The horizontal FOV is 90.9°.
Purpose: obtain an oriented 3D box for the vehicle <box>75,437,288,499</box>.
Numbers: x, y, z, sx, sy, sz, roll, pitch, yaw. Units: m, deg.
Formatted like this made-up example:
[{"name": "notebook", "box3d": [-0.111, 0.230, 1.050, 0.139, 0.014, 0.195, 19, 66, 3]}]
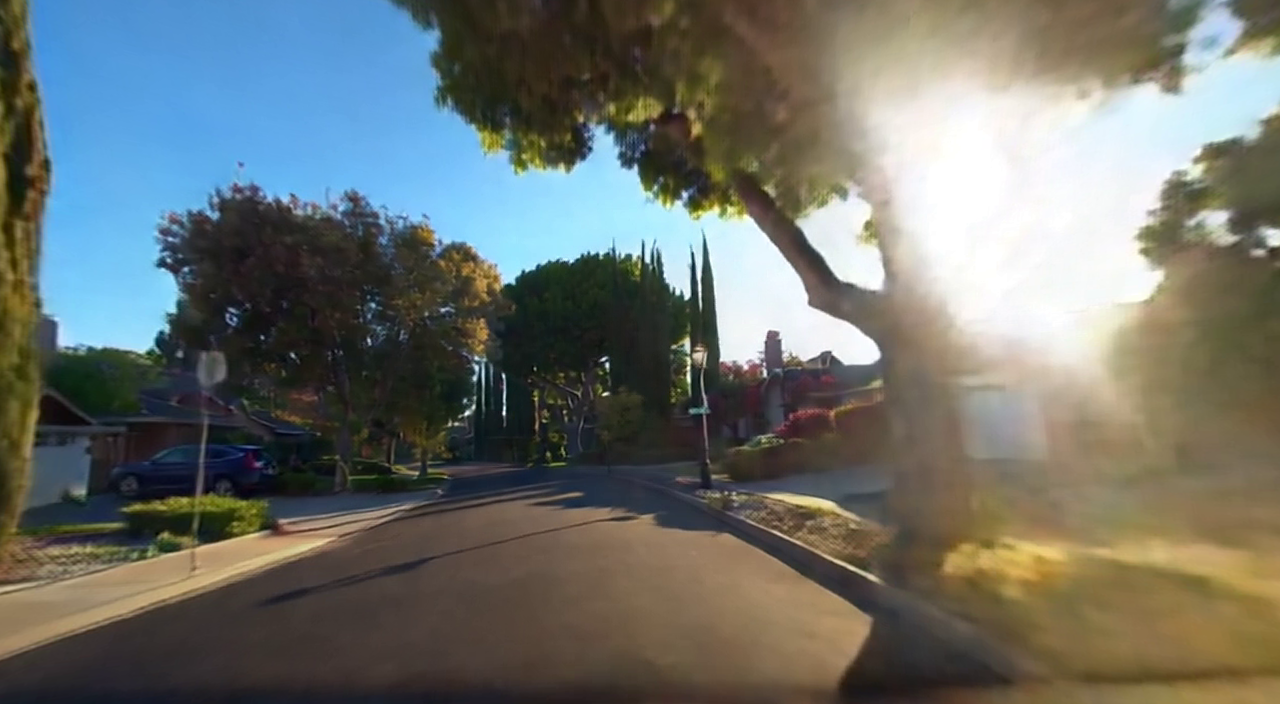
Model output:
[{"name": "vehicle", "box3d": [-12.840, 3.259, 17.927, 4.471, 1.638, 1.877, 1, -8, -4]}]
